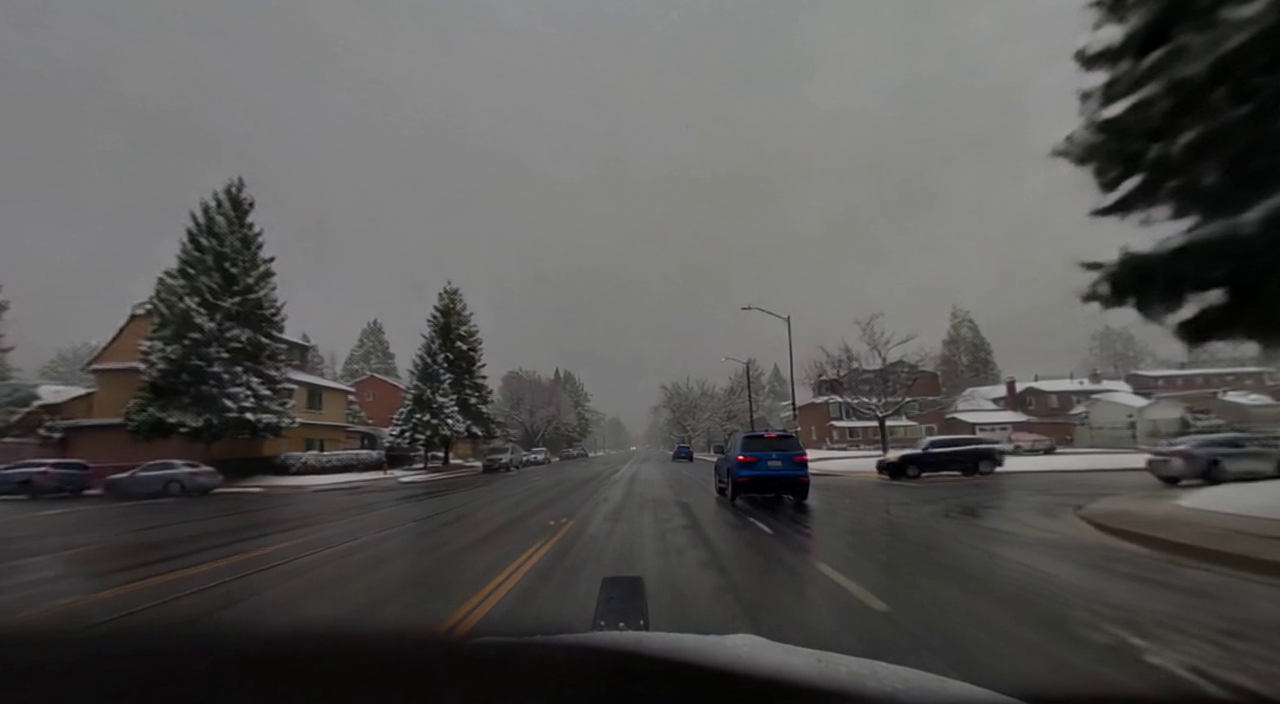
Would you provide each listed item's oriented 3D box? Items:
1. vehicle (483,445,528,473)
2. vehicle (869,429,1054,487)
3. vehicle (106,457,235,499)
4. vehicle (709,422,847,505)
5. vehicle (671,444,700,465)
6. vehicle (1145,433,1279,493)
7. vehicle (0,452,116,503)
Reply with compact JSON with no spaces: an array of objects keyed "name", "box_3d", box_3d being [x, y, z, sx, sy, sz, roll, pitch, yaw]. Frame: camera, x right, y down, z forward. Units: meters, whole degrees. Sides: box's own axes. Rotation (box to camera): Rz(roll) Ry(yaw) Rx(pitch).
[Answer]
[{"name":"vehicle","box_3d":[-10.243,8.178,48.478,2.261,1.851,5.724,-3,-8,-1]},{"name":"vehicle","box_3d":[11.600,3.847,23.005,5.539,1.729,2.145,-2,-8,-3]},{"name":"vehicle","box_3d":[-20.135,5.410,27.167,3.986,1.665,1.888,0,-8,1]},{"name":"vehicle","box_3d":[3.482,2.990,17.417,2.497,1.889,5.833,0,-8,0]},{"name":"vehicle","box_3d":[3.325,7.599,46.920,1.956,1.492,4.425,-1,-8,2]},{"name":"vehicle","box_3d":[16.440,3.025,17.342,3.467,1.520,1.801,0,-8,1]},{"name":"vehicle","box_3d":[-26.359,5.346,27.029,5.604,2.035,2.291,0,-9,0]}]
